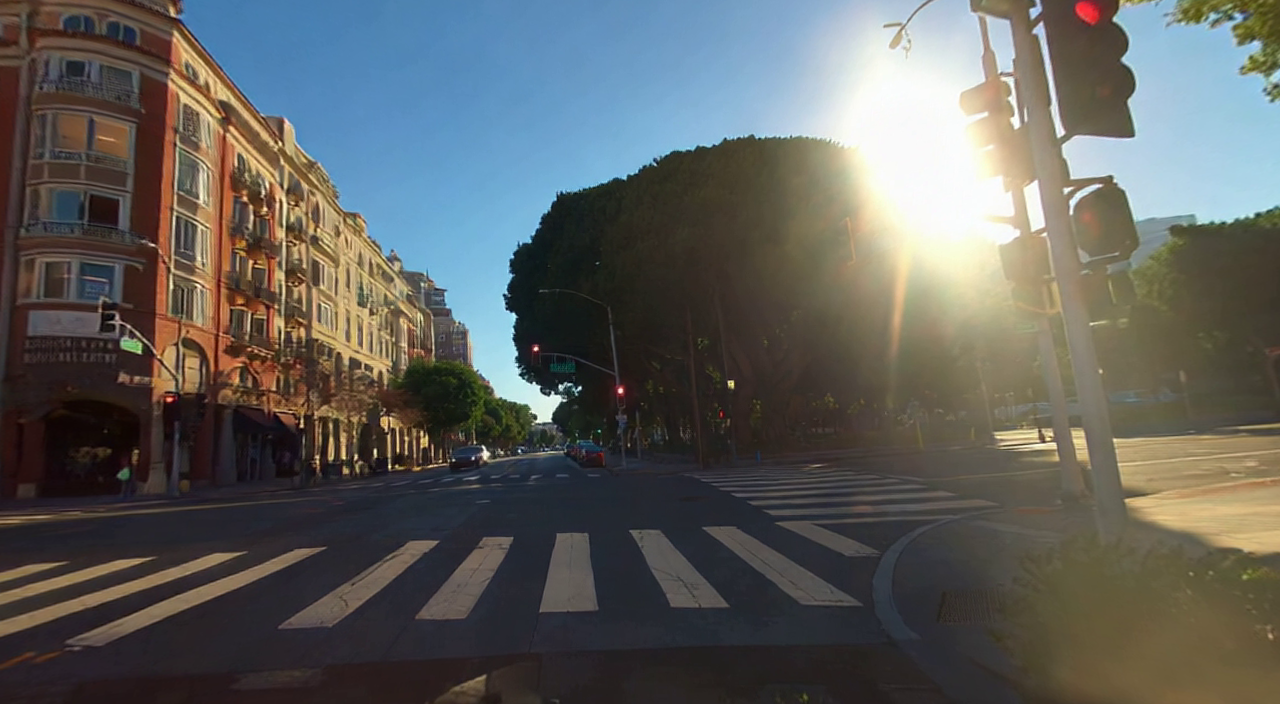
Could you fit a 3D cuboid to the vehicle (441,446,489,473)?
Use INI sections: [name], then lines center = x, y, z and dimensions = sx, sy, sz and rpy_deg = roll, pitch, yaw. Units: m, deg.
[vehicle]
center = -10.459, 6.467, 38.147
dimensions = 2.196, 1.503, 4.371
rpy_deg = 1, -8, -8
